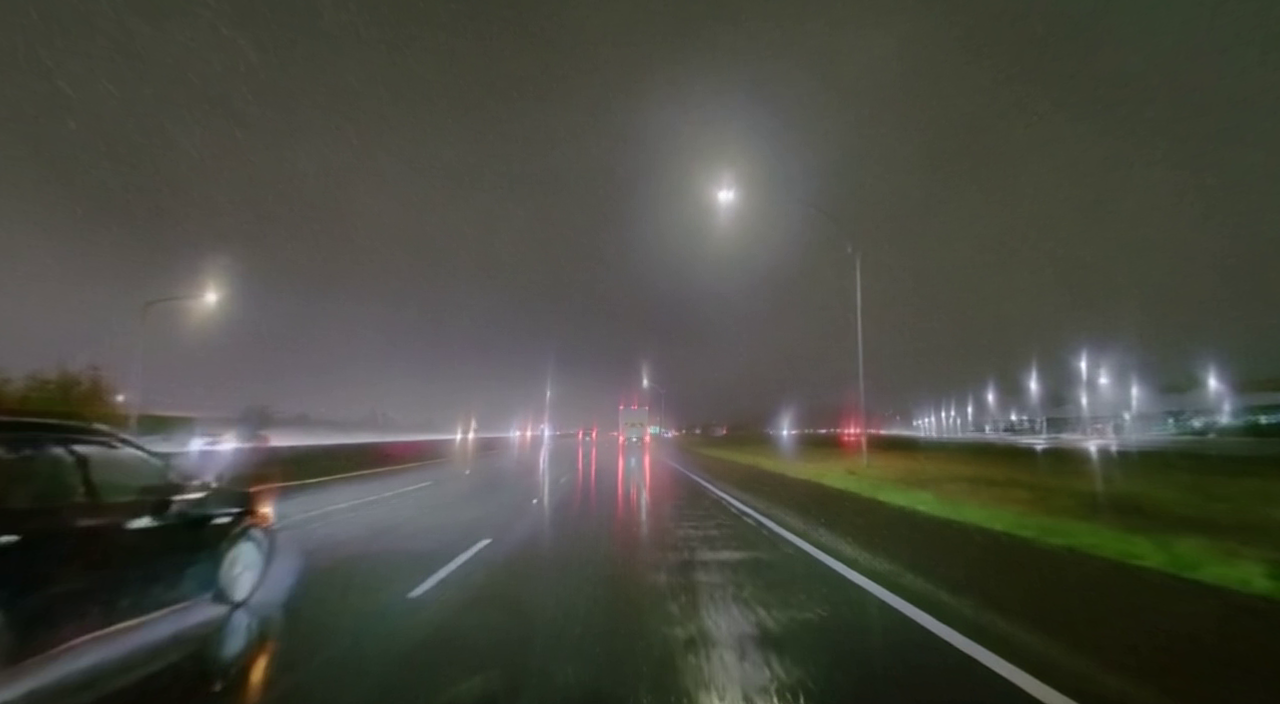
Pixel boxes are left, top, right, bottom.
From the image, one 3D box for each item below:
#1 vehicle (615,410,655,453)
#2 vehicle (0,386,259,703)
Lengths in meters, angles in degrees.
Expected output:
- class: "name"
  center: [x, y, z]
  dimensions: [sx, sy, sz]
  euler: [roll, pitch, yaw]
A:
- class: "vehicle"
  center: [-0.445, 5.537, 43.690]
  dimensions: [2.418, 2.704, 6.445]
  euler: [0, -8, -3]
- class: "vehicle"
  center: [-3.591, 0.858, 2.256]
  dimensions: [1.955, 1.508, 3.996]
  euler: [0, -8, -1]
